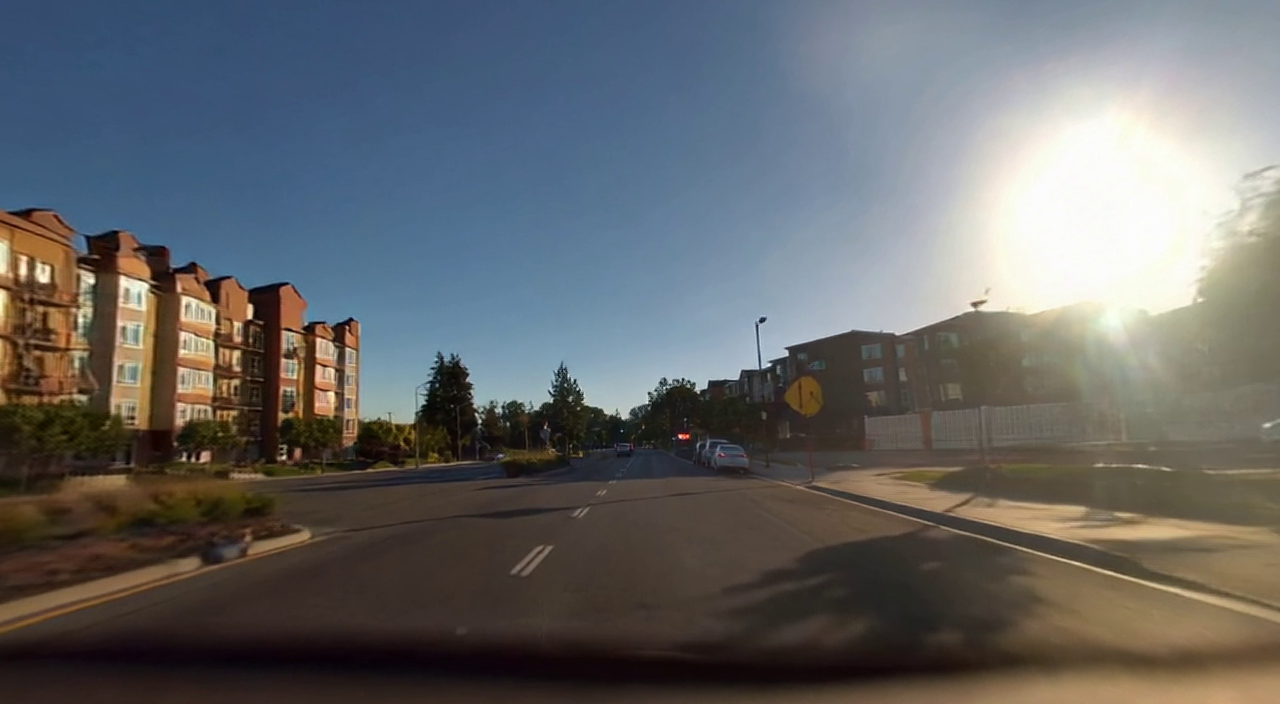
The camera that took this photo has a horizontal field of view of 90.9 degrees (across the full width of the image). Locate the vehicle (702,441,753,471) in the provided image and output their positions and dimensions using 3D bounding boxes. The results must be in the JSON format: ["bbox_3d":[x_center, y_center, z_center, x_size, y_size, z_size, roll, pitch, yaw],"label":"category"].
[{"bbox_3d":[4.638,5.580,34.119,2.085,1.509,5.134,0,-8,1],"label":"vehicle"}]
